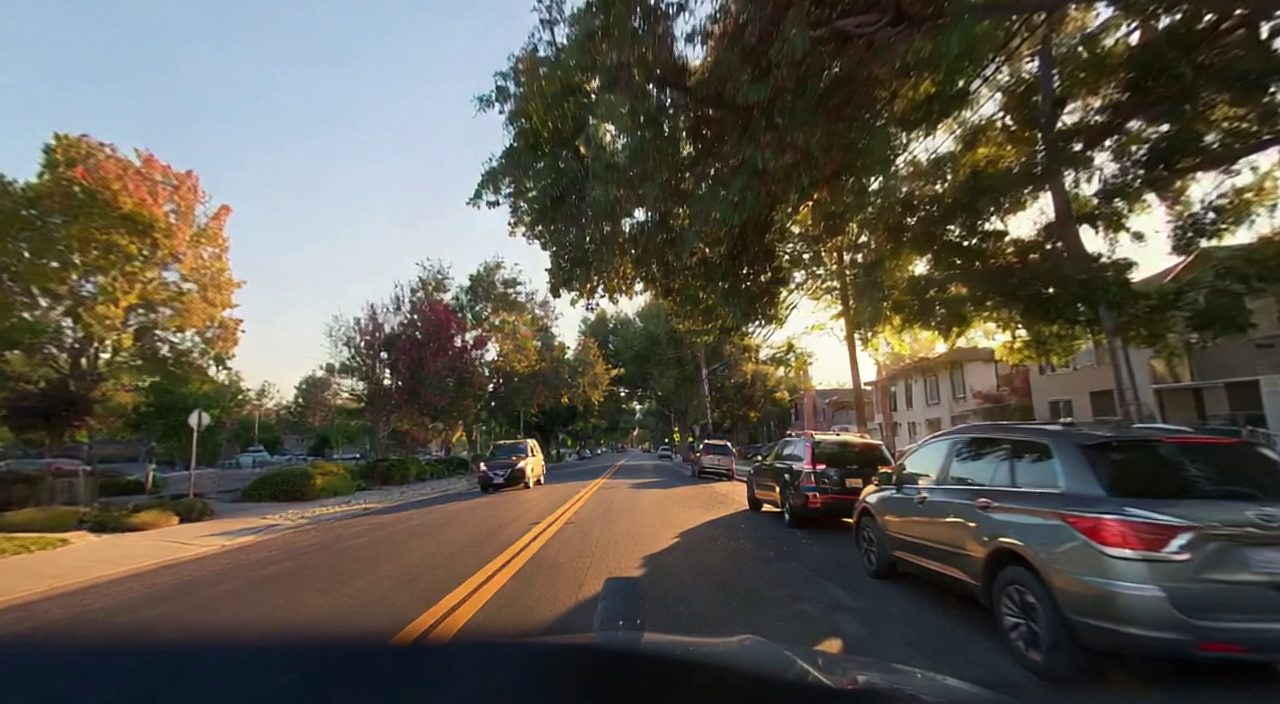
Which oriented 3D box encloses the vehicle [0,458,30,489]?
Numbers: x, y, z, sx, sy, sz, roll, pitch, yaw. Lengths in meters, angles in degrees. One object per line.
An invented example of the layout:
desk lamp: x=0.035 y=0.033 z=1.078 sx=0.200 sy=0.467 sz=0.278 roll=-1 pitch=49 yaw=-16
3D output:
vehicle: x=-35.787 y=6.862 z=35.520 sx=3.883 sy=1.505 sz=1.825 roll=-15 pitch=-17 yaw=42

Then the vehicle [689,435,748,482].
vehicle: x=3.435 y=4.722 z=28.195 sx=1.949 sy=1.807 sz=4.224 roll=3 pitch=-9 yaw=-1

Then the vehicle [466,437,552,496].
vehicle: x=-4.493 y=3.985 z=22.390 sx=2.074 sy=1.836 sz=4.365 roll=-1 pitch=-9 yaw=0

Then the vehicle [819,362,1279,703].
vehicle: x=3.367 y=1.273 z=5.427 sx=2.137 sy=1.761 sz=4.697 roll=0 pitch=-9 yaw=-2

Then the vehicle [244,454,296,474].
vehicle: x=-29.184 y=8.776 z=49.717 sx=4.558 sy=1.495 sz=1.925 roll=-7 pitch=-11 yaw=38
